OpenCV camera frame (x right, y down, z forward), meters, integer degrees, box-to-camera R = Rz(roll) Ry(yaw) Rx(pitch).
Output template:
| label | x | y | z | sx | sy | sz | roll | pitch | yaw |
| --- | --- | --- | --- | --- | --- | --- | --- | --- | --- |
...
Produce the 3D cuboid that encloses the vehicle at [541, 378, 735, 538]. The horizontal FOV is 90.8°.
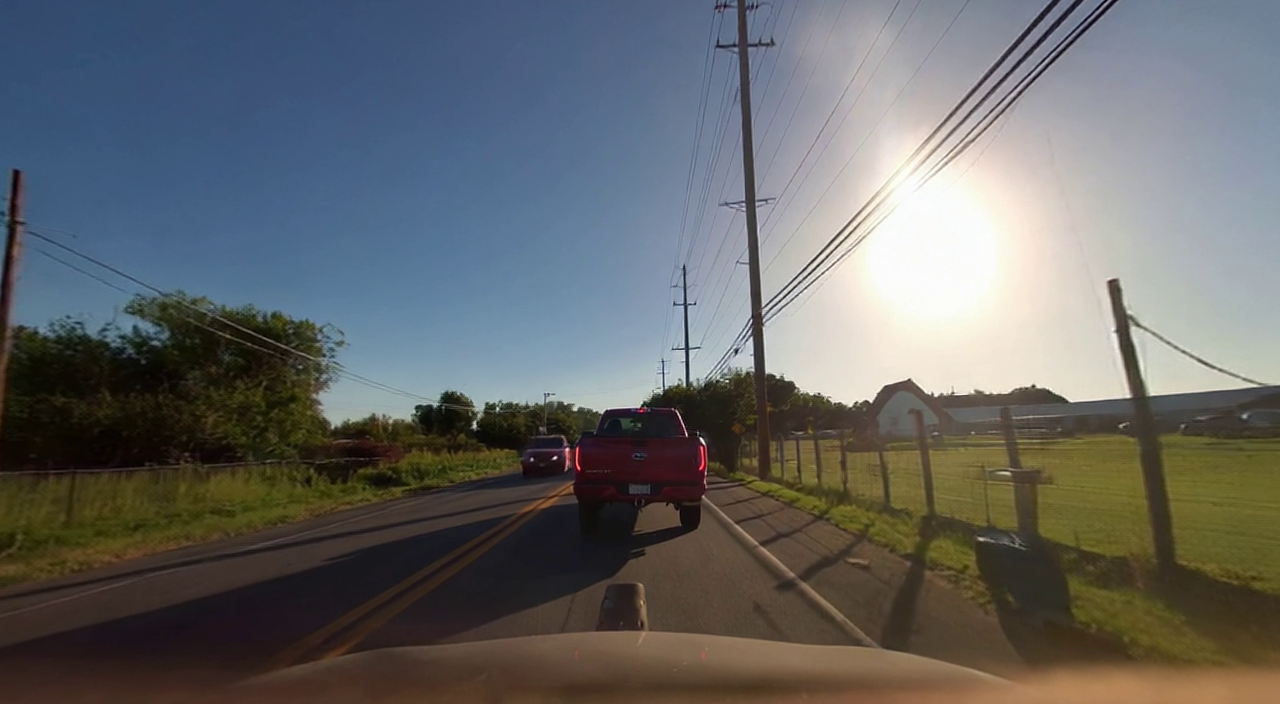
| label | x | y | z | sx | sy | sz | roll | pitch | yaw |
| --- | --- | --- | --- | --- | --- | --- | --- | --- | --- |
| vehicle | -0.075 | 1.914 | 11.851 | 2.693 | 2.223 | 5.885 | 0 | -8 | -1 |
